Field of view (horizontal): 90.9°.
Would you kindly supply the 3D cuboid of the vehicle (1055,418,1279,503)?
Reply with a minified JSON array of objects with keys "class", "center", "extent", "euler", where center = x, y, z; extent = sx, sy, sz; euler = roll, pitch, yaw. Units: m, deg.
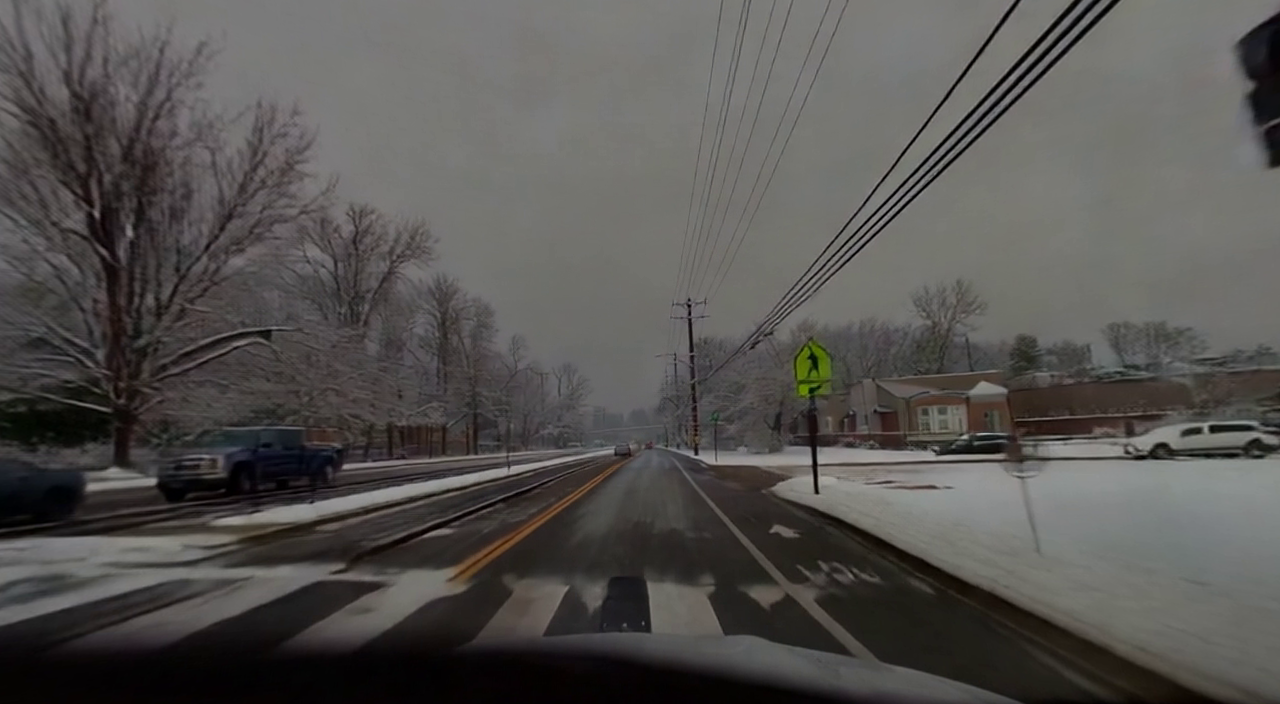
[{"class":"vehicle","center":[11.872,2.249,13.345],"extent":[1.897,1.532,4.694],"euler":[4,-10,-28]}]

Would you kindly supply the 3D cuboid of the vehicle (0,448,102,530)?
[{"class":"vehicle","center":[-13.039,2.517,11.415],"extent":[2.090,1.519,4.919],"euler":[-1,-8,3]}]

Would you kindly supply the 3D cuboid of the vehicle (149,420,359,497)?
[{"class":"vehicle","center":[-12.762,3.588,21.676],"extent":[2.798,2.249,6.296],"euler":[-1,-8,6]}]
